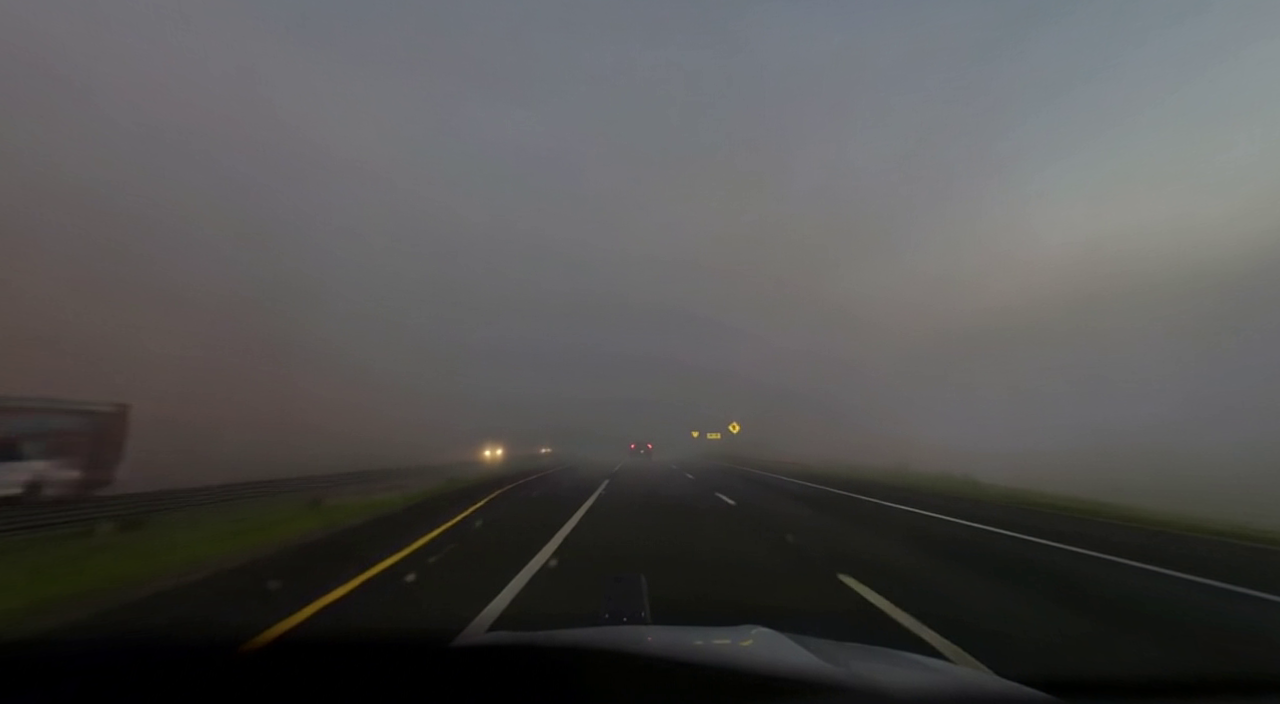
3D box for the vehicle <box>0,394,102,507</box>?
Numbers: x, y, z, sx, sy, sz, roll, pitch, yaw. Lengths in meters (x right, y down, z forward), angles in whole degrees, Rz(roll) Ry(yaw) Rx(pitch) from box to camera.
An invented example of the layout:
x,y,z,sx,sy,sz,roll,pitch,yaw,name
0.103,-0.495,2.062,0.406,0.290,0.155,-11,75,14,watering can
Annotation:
x,y,z,sx,sy,sz,roll,pitch,yaw,name
-20.974,2.812,17.941,2.949,3.403,9.367,0,-8,0,vehicle
